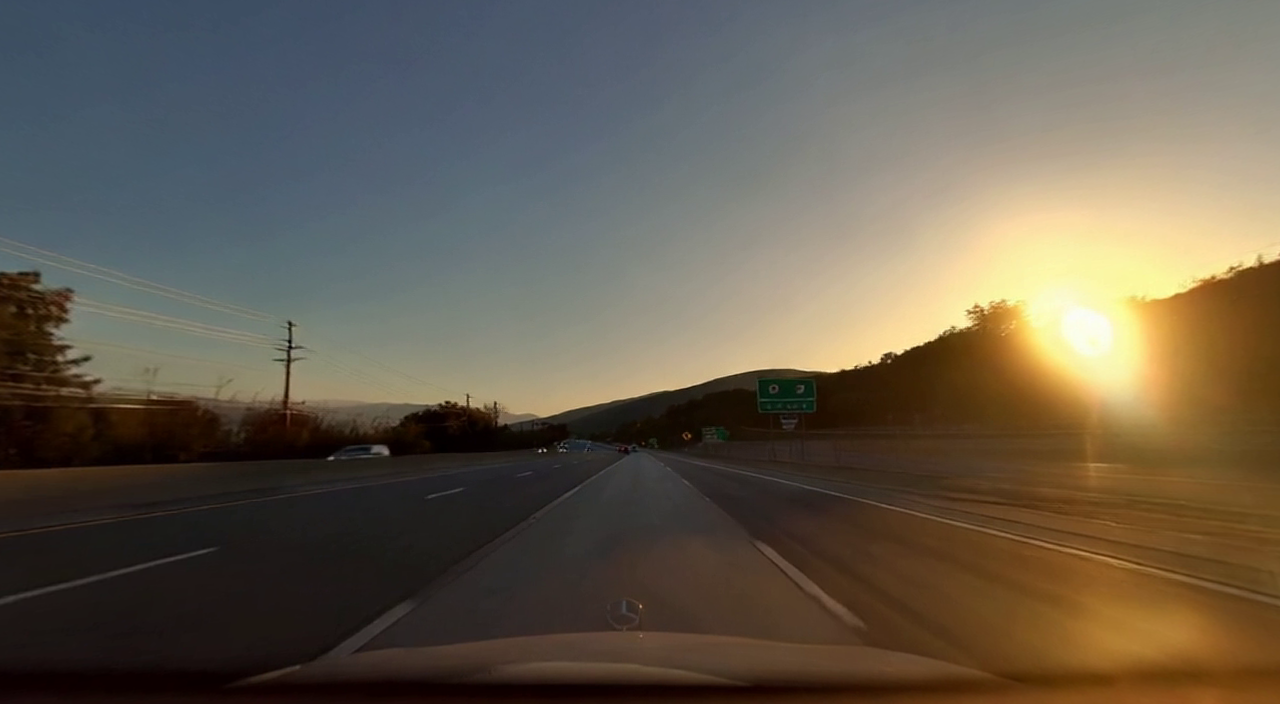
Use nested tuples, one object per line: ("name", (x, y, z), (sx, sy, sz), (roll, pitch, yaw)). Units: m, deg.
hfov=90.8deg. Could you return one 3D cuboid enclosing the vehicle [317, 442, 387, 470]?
("vehicle", (-17.314, 6.274, 38.250), (1.948, 1.531, 4.783), (0, -9, 0))
